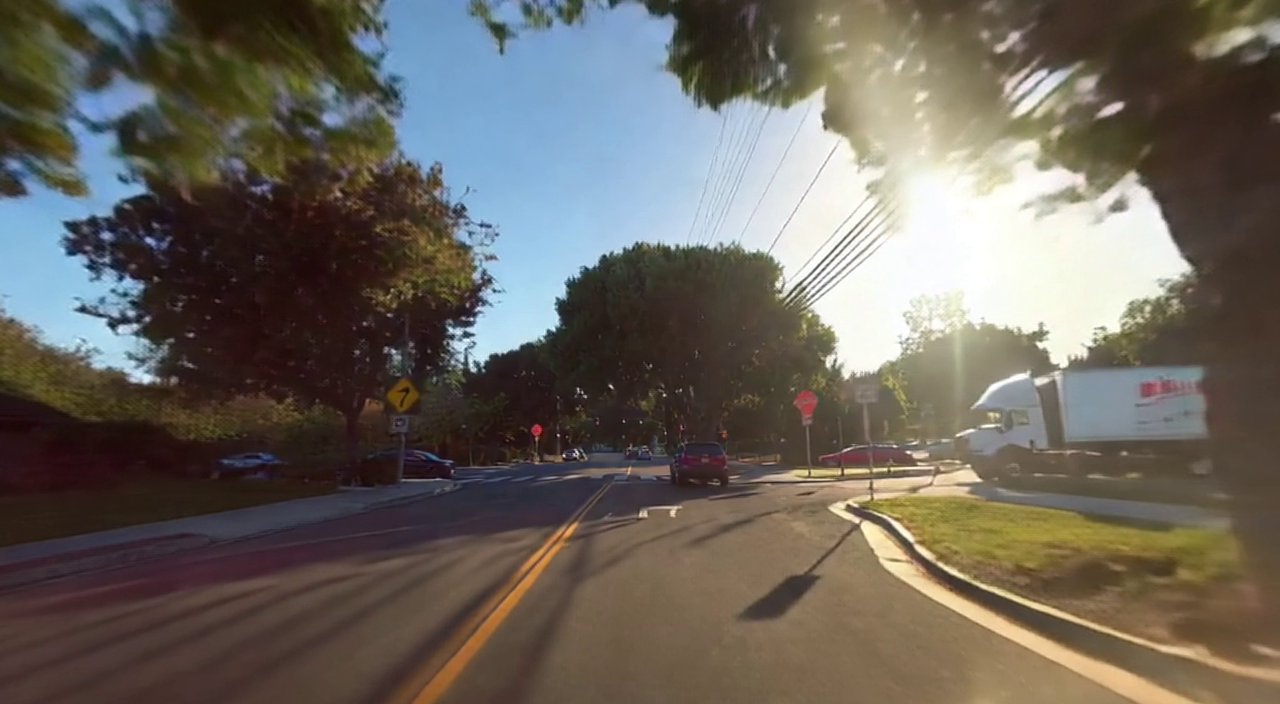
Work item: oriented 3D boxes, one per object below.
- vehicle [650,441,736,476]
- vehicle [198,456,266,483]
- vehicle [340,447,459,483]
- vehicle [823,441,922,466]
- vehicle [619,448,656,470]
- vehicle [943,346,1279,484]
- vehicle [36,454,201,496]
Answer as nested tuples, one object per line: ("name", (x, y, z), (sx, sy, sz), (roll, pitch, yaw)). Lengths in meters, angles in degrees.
("vehicle", (2.955, 6.195, 37.085), (2.553, 1.868, 5.536), (4, -10, -25))
("vehicle", (-29.017, 8.363, 45.111), (2.085, 1.763, 4.658), (1, -9, -6))
("vehicle", (-13.547, 6.396, 35.940), (5.866, 1.904, 2.197), (1, -9, -6))
("vehicle", (13.168, 5.797, 36.058), (4.872, 1.400, 1.955), (-1, -9, 3))
("vehicle", (-0.242, 7.515, 44.484), (1.874, 1.427, 3.976), (2, -9, -12))
("vehicle", (15.119, 2.004, 19.632), (9.897, 3.821, 2.789), (1, -8, -1))
("vehicle", (-25.521, 6.033, 31.171), (5.763, 1.855, 2.340), (2, -8, -8))
